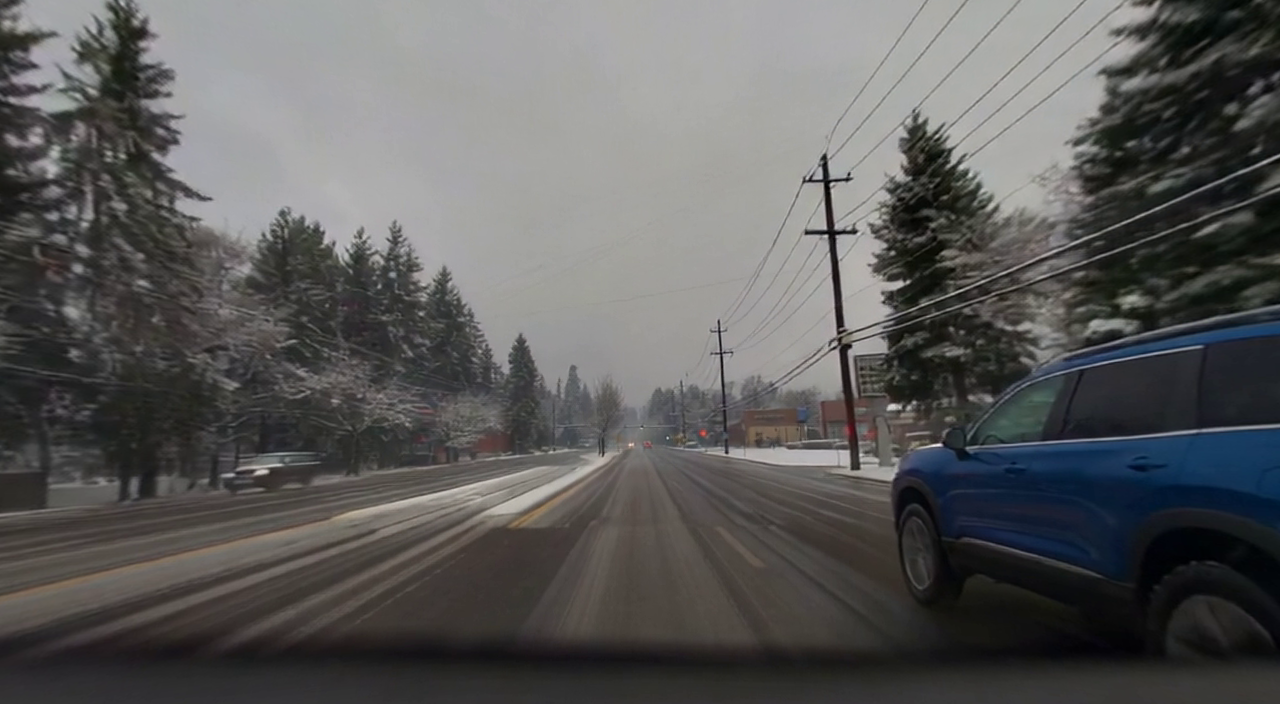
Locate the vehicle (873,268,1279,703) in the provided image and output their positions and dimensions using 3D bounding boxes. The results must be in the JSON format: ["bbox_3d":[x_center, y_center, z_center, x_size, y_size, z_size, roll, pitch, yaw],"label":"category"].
[{"bbox_3d":[3.039,0.797,2.959,2.060,1.820,4.713,0,-8,0],"label":"vehicle"}]

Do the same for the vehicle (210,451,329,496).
[{"bbox_3d":[-14.213,4.649,24.595,2.015,1.501,4.307,0,-8,0],"label":"vehicle"}]
